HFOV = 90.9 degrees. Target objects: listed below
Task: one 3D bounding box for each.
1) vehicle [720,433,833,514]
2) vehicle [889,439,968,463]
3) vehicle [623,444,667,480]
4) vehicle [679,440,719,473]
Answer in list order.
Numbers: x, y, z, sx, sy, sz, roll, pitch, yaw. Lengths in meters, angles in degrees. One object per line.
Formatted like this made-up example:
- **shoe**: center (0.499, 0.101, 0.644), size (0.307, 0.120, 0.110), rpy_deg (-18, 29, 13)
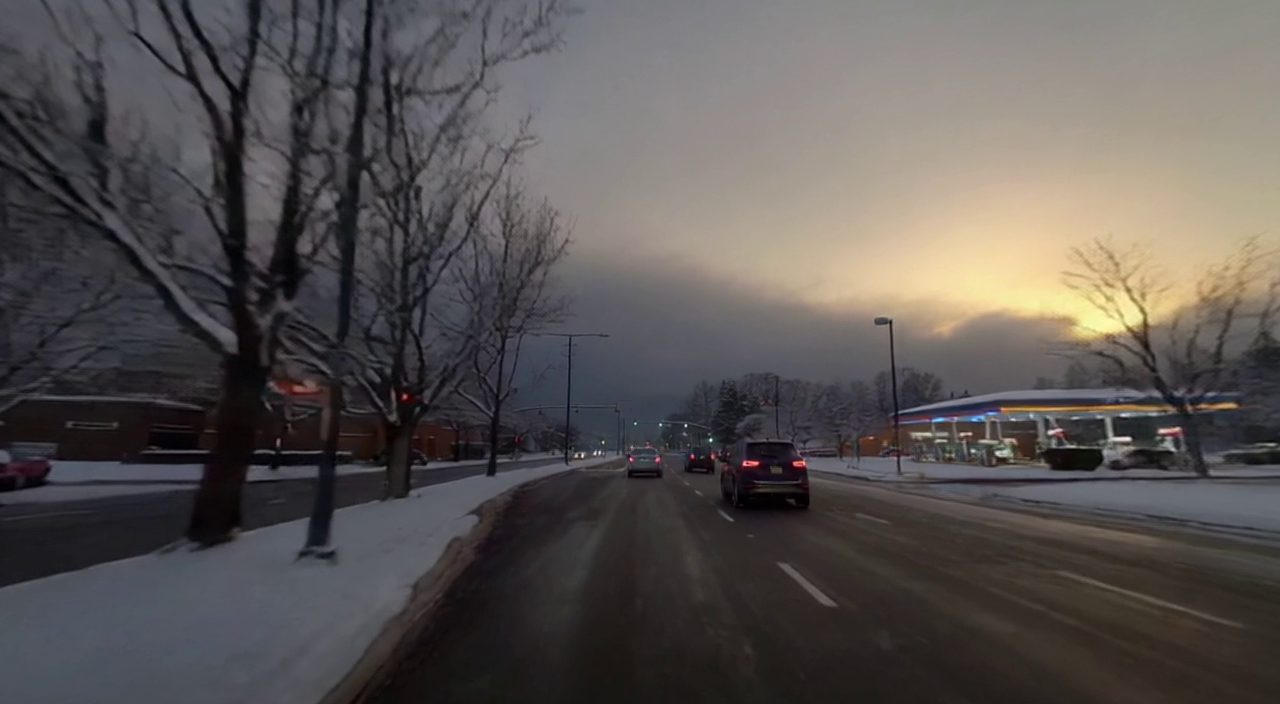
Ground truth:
- **vehicle**: center (3.238, 2.938, 15.738), size (1.872, 1.752, 3.896), rpy_deg (0, -8, -1)
- **vehicle**: center (21.807, 7.492, 47.776), size (4.831, 1.816, 2.295), rpy_deg (0, -8, -2)
- **vehicle**: center (0.251, 5.332, 30.881), size (1.991, 1.664, 3.814), rpy_deg (0, -8, 0)
- **vehicle**: center (3.824, 6.844, 41.576), size (2.154, 1.975, 4.634), rpy_deg (0, -8, -1)
